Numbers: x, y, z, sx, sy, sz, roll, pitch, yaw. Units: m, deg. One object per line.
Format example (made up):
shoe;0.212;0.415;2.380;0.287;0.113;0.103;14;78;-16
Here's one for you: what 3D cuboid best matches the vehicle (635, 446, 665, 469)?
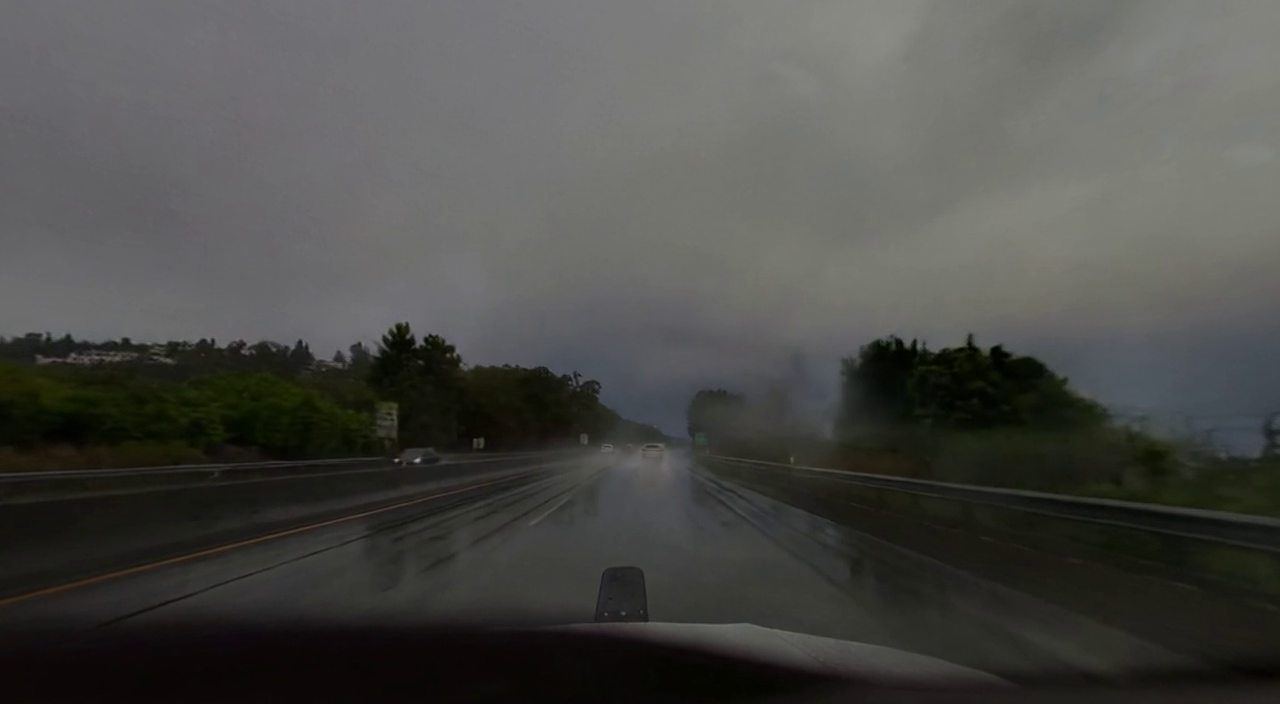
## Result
vehicle;0.676;7.163;42.785;1.934;1.488;3.832;0;-9;1
